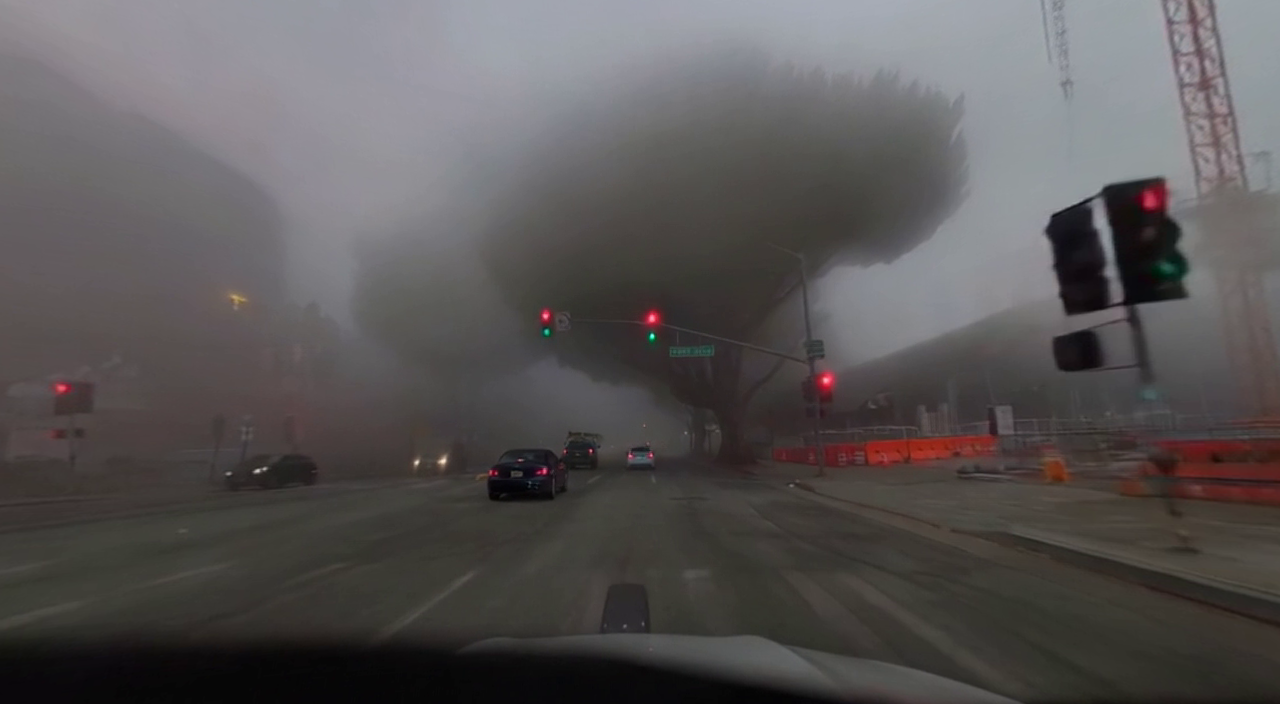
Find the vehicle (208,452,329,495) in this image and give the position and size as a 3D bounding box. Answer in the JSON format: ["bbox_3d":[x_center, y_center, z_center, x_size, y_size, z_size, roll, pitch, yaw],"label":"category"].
[{"bbox_3d":[-14.709,4.793,25.349,1.935,1.481,4.702,-1,-9,1],"label":"vehicle"}]

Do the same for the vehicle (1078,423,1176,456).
[{"bbox_3d":[27.983,5.058,36.387,4.014,1.681,1.834,-2,-10,22],"label":"vehicle"}]

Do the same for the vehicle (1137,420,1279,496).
[{"bbox_3d":[12.103,2.126,12.875,3.244,1.374,1.508,3,-9,-22],"label":"vehicle"}]

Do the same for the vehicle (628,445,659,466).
[{"bbox_3d":[0.256,7.482,45.876,2.171,1.422,4.146,0,-9,0],"label":"vehicle"}]

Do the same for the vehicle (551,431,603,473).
[{"bbox_3d":[-3.276,5.334,33.621,2.240,2.054,4.662,0,-9,1],"label":"vehicle"}]

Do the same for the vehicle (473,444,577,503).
[{"bbox_3d":[-3.015,3.283,17.566,1.959,1.406,4.527,0,-9,1],"label":"vehicle"}]

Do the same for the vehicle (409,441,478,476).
[{"bbox_3d":[-11.369,6.182,36.946,2.291,1.890,4.998,-1,-9,1],"label":"vehicle"}]
